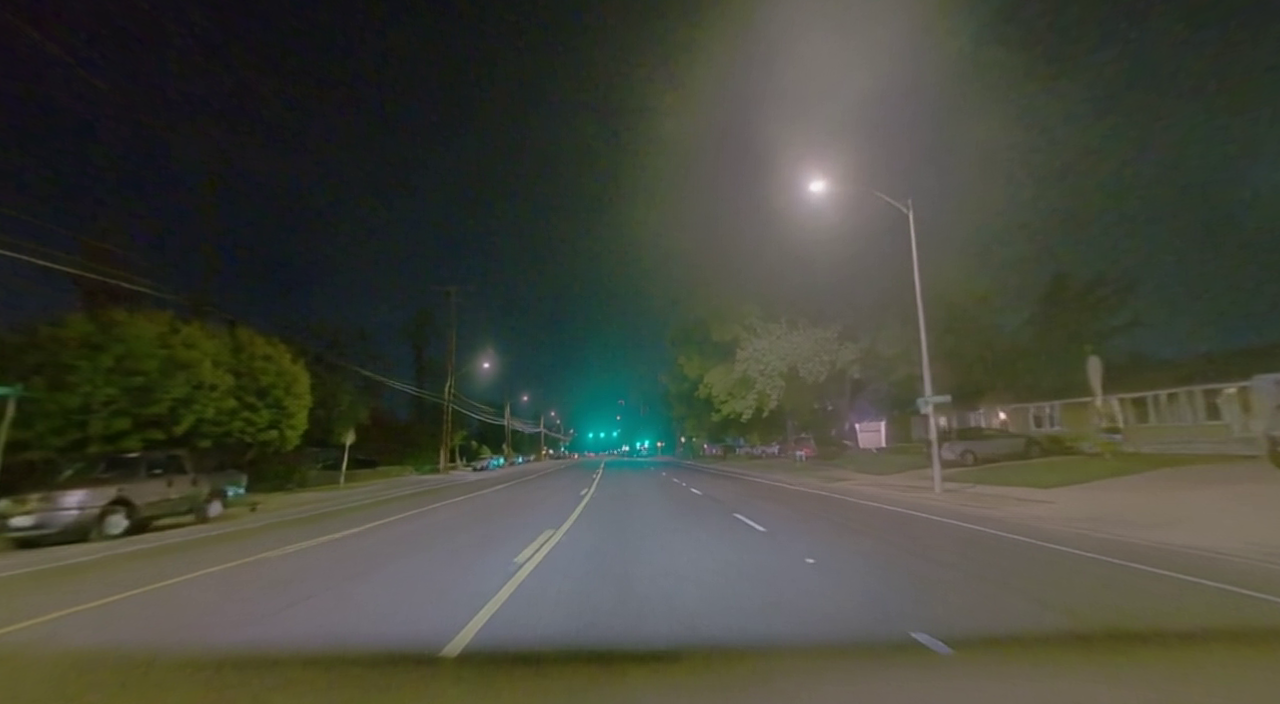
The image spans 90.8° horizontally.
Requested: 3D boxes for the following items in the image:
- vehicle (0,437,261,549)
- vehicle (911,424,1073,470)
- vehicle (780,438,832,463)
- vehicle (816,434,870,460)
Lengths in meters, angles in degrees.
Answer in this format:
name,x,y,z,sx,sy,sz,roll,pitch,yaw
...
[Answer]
name,x,y,z,sx,sy,sz,roll,pitch,yaw
vehicle,-11.294,3.036,14.180,2.347,1.960,5.167,-2,-10,0
vehicle,12.794,3.482,23.194,4.767,1.557,1.994,0,-9,-2
vehicle,10.280,6.135,39.414,1.847,1.455,4.650,0,-9,-1
vehicle,12.772,6.011,39.967,1.889,1.499,4.218,0,-9,-1
